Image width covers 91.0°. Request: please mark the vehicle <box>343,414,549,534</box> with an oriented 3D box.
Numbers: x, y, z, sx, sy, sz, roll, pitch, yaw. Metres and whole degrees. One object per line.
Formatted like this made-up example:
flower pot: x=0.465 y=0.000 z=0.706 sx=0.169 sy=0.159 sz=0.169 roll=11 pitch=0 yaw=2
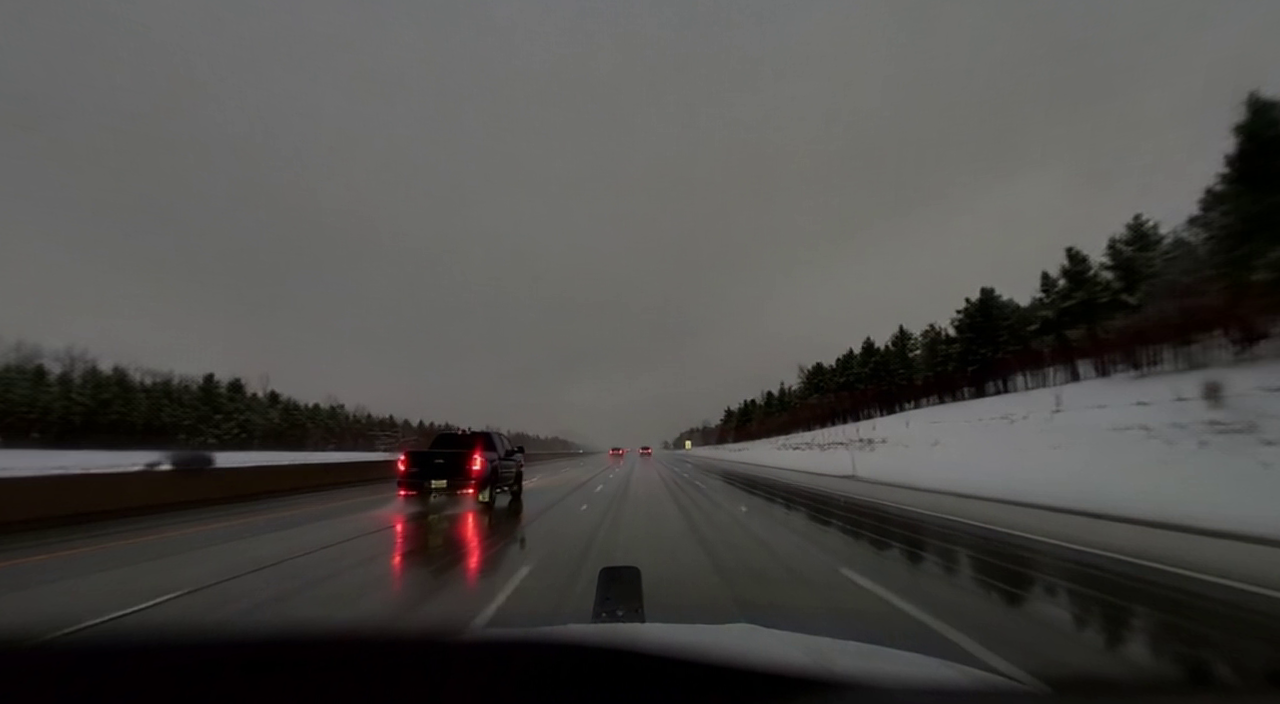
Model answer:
vehicle: x=-3.541 y=2.401 z=12.992 sx=2.379 sy=1.918 sz=5.504 roll=0 pitch=-9 yaw=1
